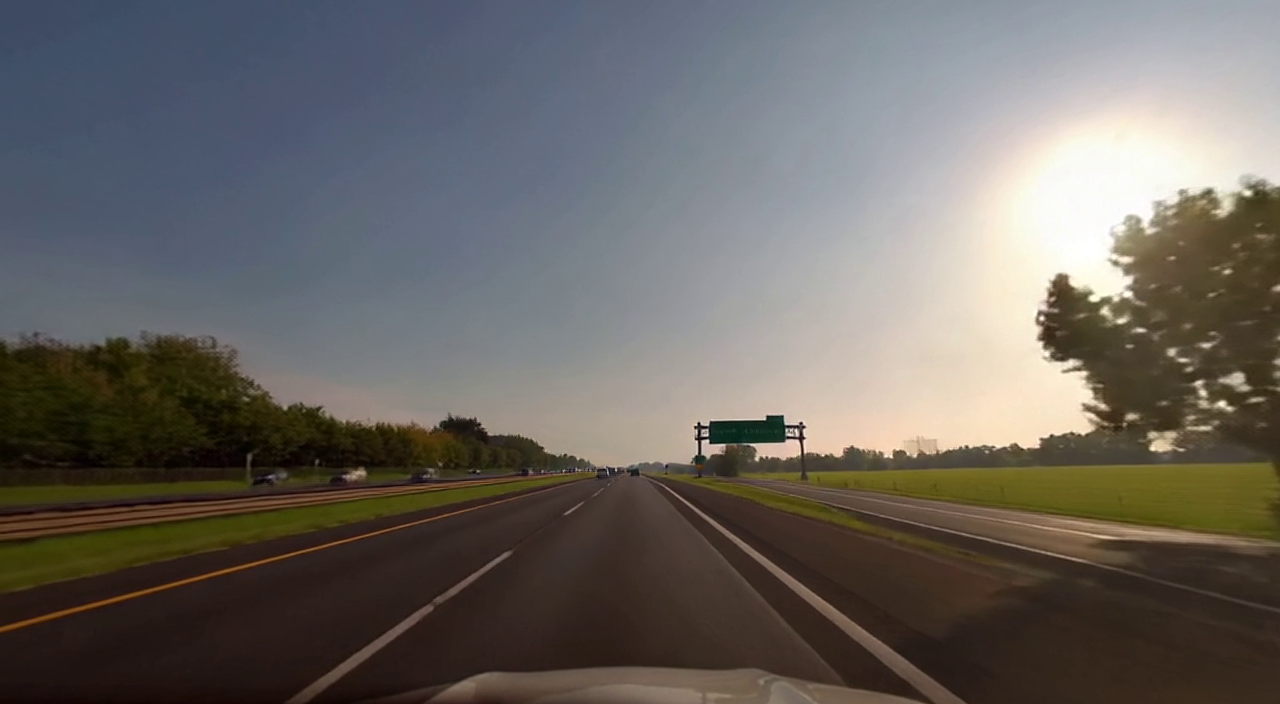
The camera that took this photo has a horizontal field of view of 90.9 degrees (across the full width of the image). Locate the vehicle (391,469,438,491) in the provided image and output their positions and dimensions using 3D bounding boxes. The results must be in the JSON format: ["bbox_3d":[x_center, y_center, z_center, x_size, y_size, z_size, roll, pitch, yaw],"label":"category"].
[{"bbox_3d":[-16.548,9.403,46.436,1.791,1.452,4.326,1,-11,0],"label":"vehicle"}]
